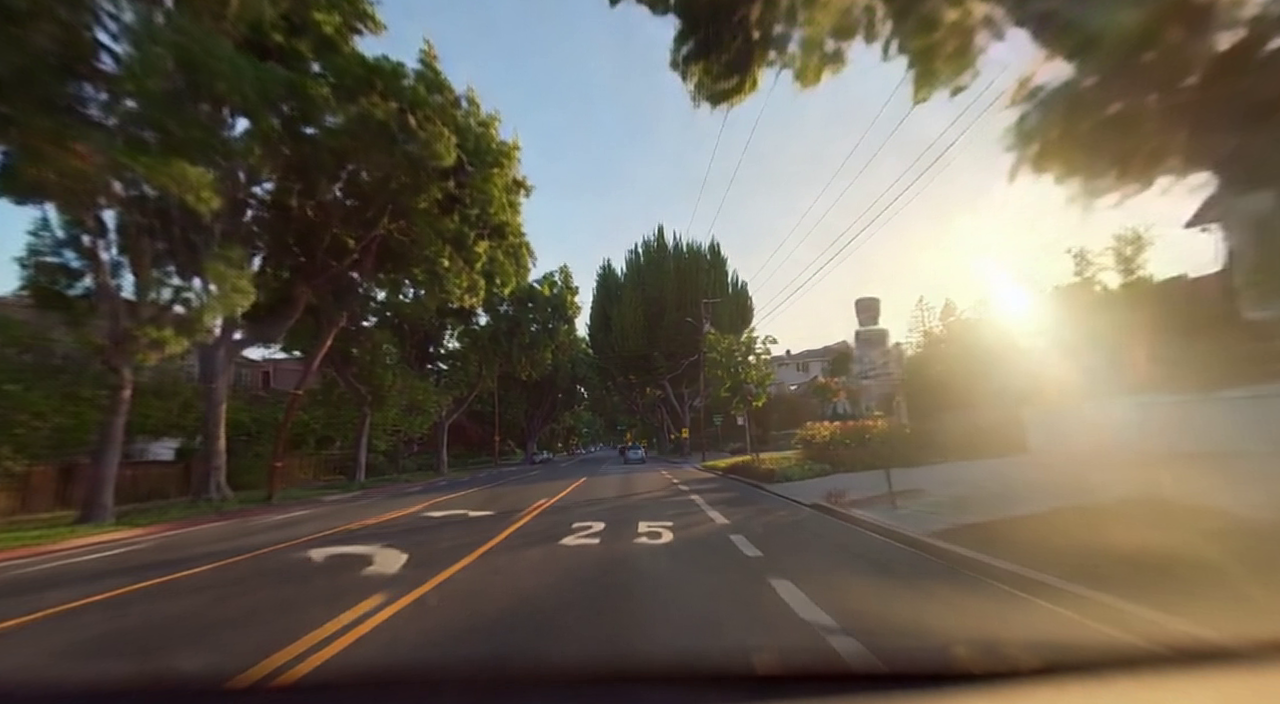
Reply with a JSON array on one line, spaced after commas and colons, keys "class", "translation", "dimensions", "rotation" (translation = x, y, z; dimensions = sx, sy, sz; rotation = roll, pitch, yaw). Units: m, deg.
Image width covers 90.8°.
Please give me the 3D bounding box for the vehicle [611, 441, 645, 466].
[{"class": "vehicle", "translation": [-0.772, 6.574, 41.099], "dimensions": [2.104, 1.500, 3.815], "rotation": [0, -8, -1]}]
